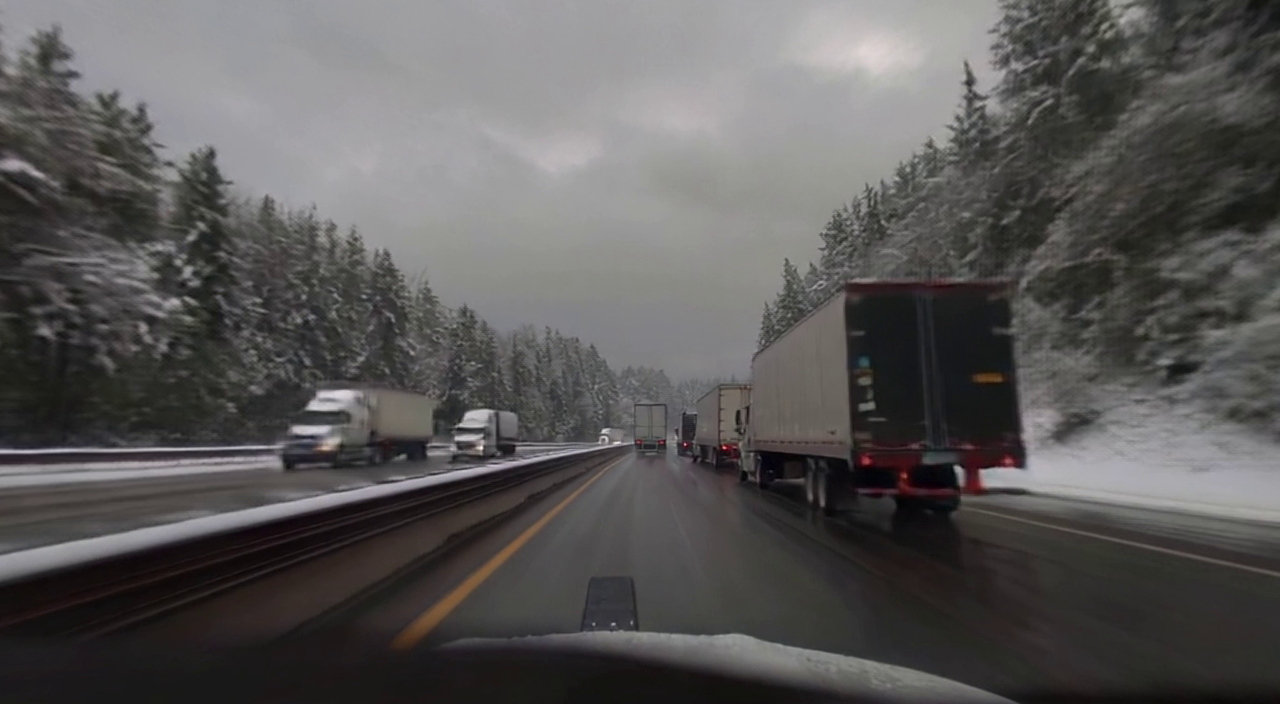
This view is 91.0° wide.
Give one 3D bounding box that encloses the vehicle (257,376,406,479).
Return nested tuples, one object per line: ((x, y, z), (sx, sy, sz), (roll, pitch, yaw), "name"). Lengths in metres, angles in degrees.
((-13.119, 3.365, 27.654), (2.979, 3.945, 6.744), (-1, -8, 1), "vehicle")

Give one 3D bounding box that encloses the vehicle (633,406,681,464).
((1.075, 5.177, 39.136), (2.644, 3.247, 7.454), (-1, -8, 2), "vehicle")

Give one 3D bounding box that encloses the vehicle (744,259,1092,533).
((5.108, 1.493, 15.780), (2.749, 4.051, 12.981), (0, -8, 0), "vehicle")

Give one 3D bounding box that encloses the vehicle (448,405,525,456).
((-8.477, 4.499, 35.499), (2.515, 2.577, 6.183), (-1, -8, 3), "vehicle")
